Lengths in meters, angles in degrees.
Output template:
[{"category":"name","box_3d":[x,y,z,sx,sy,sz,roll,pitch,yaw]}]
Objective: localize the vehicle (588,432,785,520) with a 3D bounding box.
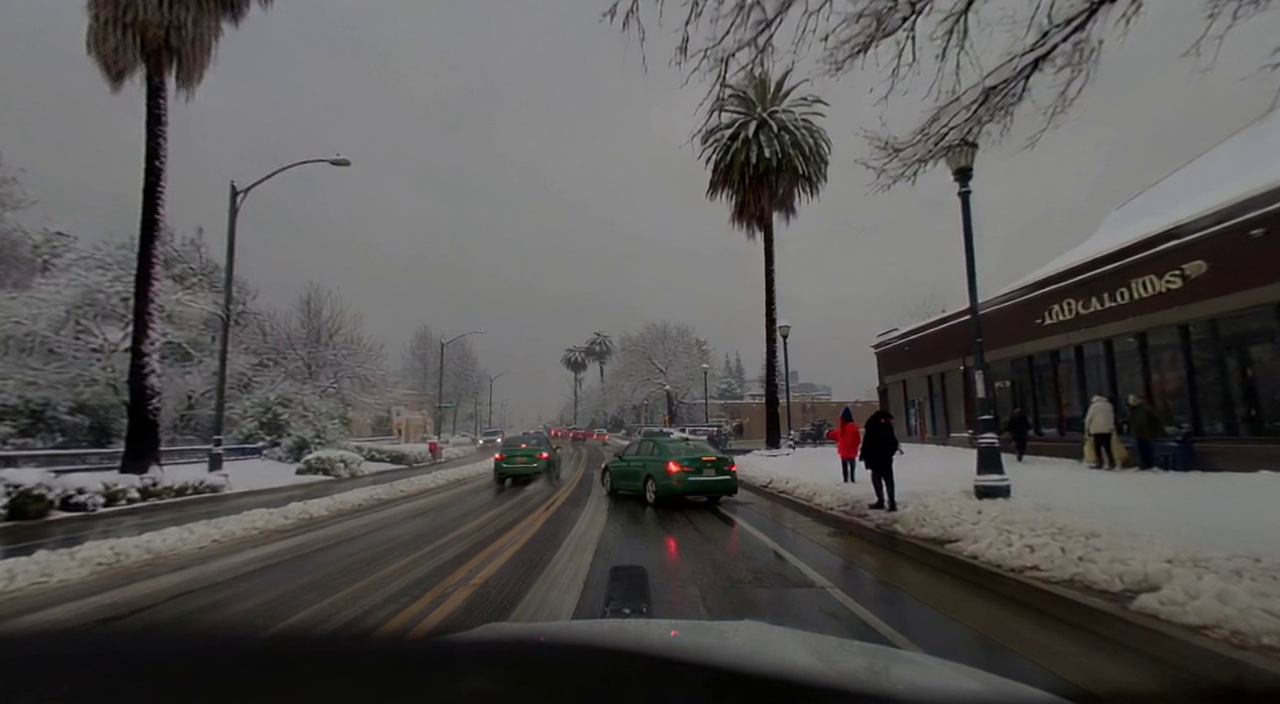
[{"category":"vehicle","box_3d":[0.713,2.486,13.212,1.930,1.477,4.657,4,-10,-28]}]

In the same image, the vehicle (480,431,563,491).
[{"category":"vehicle","box_3d":[-3.551,3.362,19.715,2.039,1.628,4.331,0,-9,-4]}]

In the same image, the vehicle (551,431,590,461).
[{"category":"vehicle","box_3d":[-4.786,6.596,44.074,2.277,1.937,4.487,0,-9,-1]}]

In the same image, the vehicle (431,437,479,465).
[{"category":"vehicle","box_3d":[-11.109,5.988,38.194,1.930,1.583,4.423,0,-9,-5]}]
